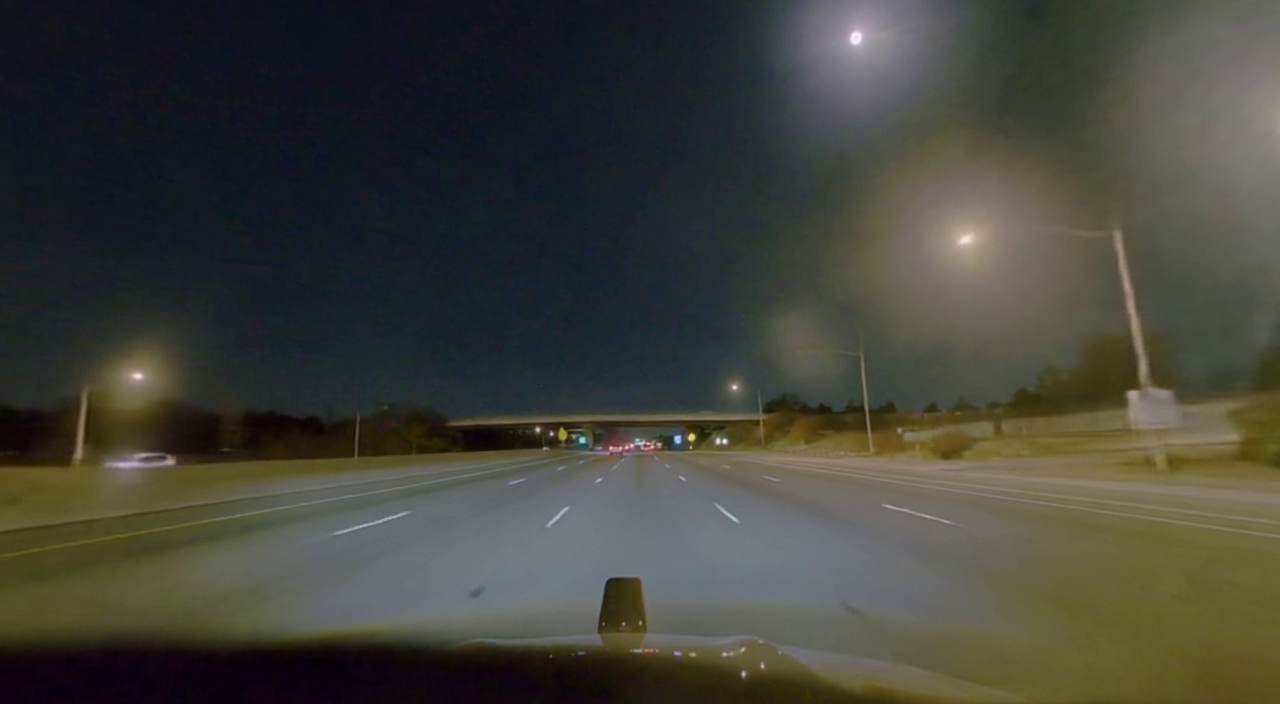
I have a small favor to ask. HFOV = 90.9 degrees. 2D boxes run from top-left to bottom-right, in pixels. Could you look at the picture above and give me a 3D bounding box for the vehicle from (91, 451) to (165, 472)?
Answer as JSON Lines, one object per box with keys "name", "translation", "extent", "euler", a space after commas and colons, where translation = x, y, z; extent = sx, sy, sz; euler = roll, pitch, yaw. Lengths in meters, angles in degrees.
{"name": "vehicle", "translation": [-37.648, 8.010, 46.500], "extent": [1.775, 1.435, 4.410], "euler": [0, -9, 0]}
